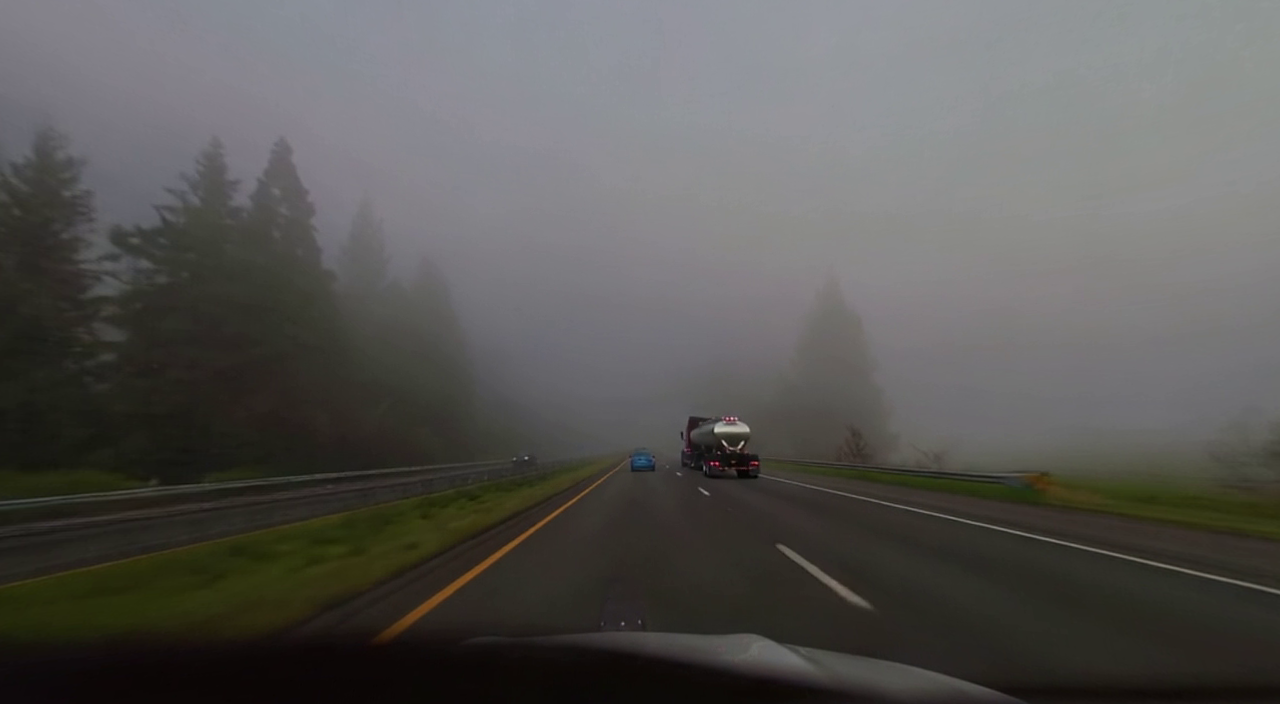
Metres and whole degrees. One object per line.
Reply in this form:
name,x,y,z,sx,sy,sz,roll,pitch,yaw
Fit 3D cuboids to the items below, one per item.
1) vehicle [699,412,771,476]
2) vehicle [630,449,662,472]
vehicle,4.901,5.015,34.092,2.718,3.034,7.395,0,-9,0
vehicle,0.367,6.832,39.921,1.926,1.386,3.615,0,-9,0
